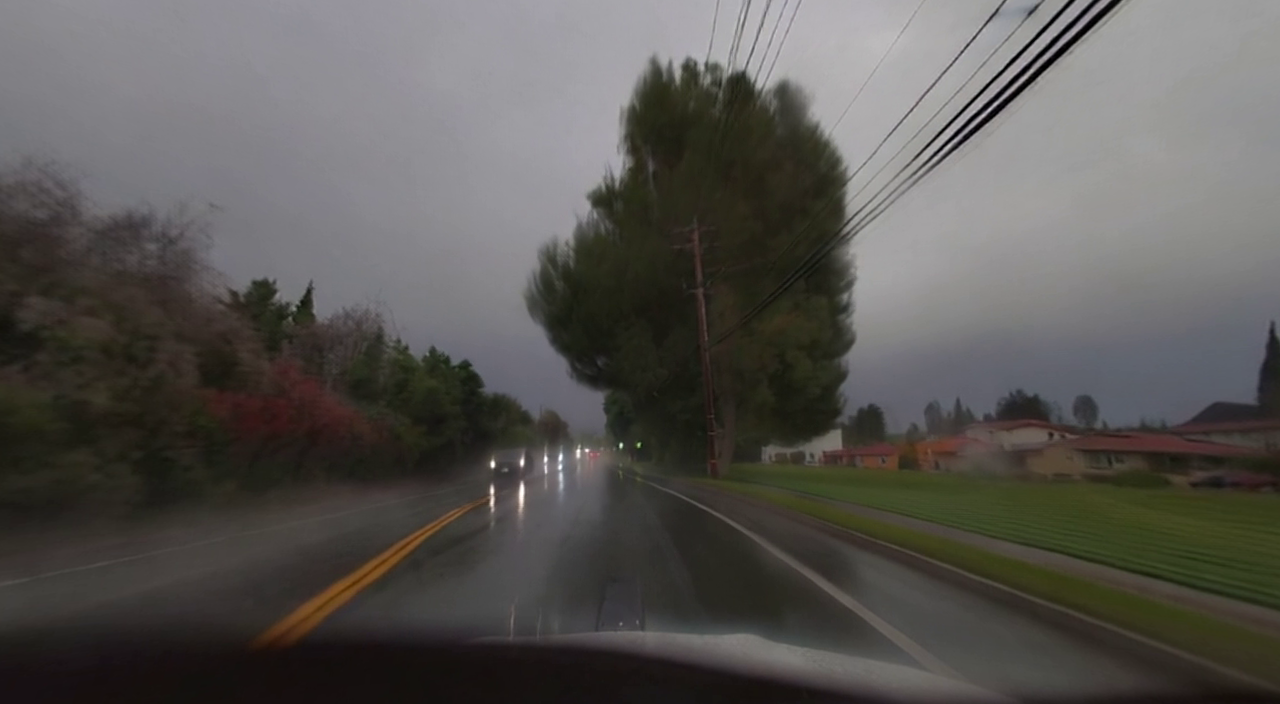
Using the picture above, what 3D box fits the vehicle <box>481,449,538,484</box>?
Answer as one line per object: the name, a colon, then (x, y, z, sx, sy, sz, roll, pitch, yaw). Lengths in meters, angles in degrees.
vehicle: (-6.668, 5.874, 32.733, 2.121, 1.653, 4.510, 1, -8, -2)
